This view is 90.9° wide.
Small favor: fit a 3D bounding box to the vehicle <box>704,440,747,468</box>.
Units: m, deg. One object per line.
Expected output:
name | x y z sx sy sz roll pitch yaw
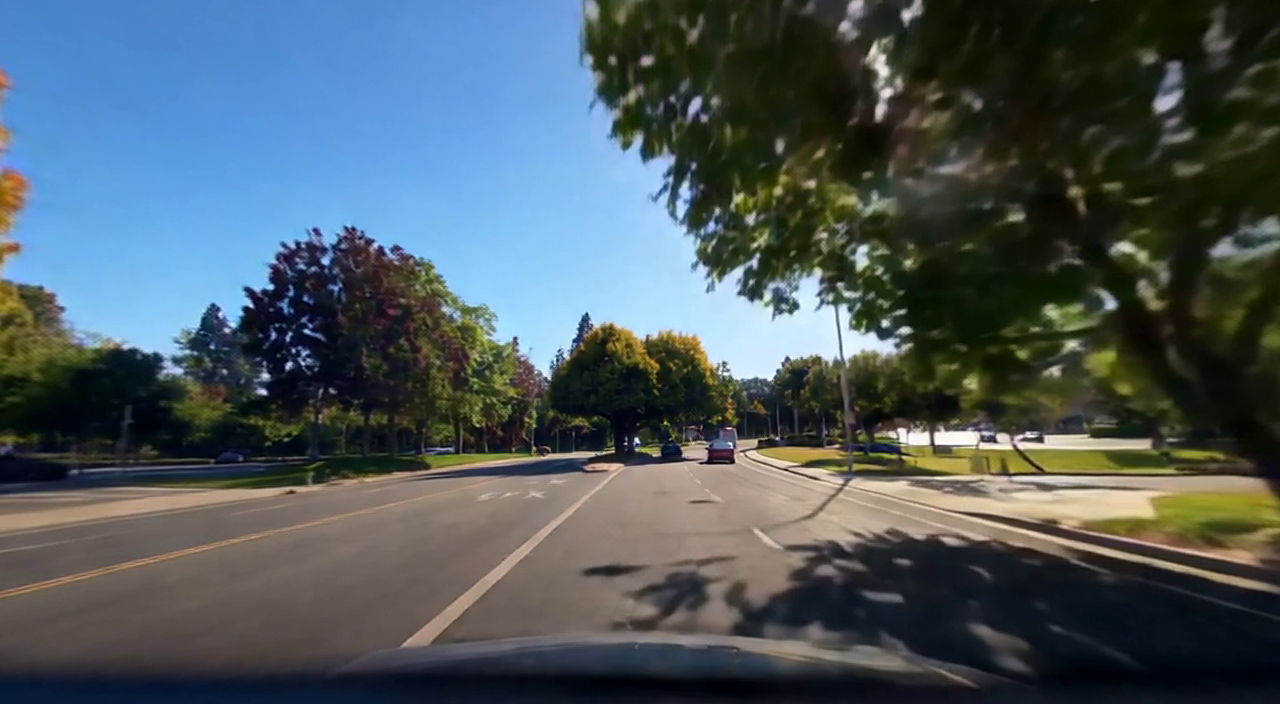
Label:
vehicle | 4.815 5.790 36.013 1.989 1.497 4.436 0 -8 2
